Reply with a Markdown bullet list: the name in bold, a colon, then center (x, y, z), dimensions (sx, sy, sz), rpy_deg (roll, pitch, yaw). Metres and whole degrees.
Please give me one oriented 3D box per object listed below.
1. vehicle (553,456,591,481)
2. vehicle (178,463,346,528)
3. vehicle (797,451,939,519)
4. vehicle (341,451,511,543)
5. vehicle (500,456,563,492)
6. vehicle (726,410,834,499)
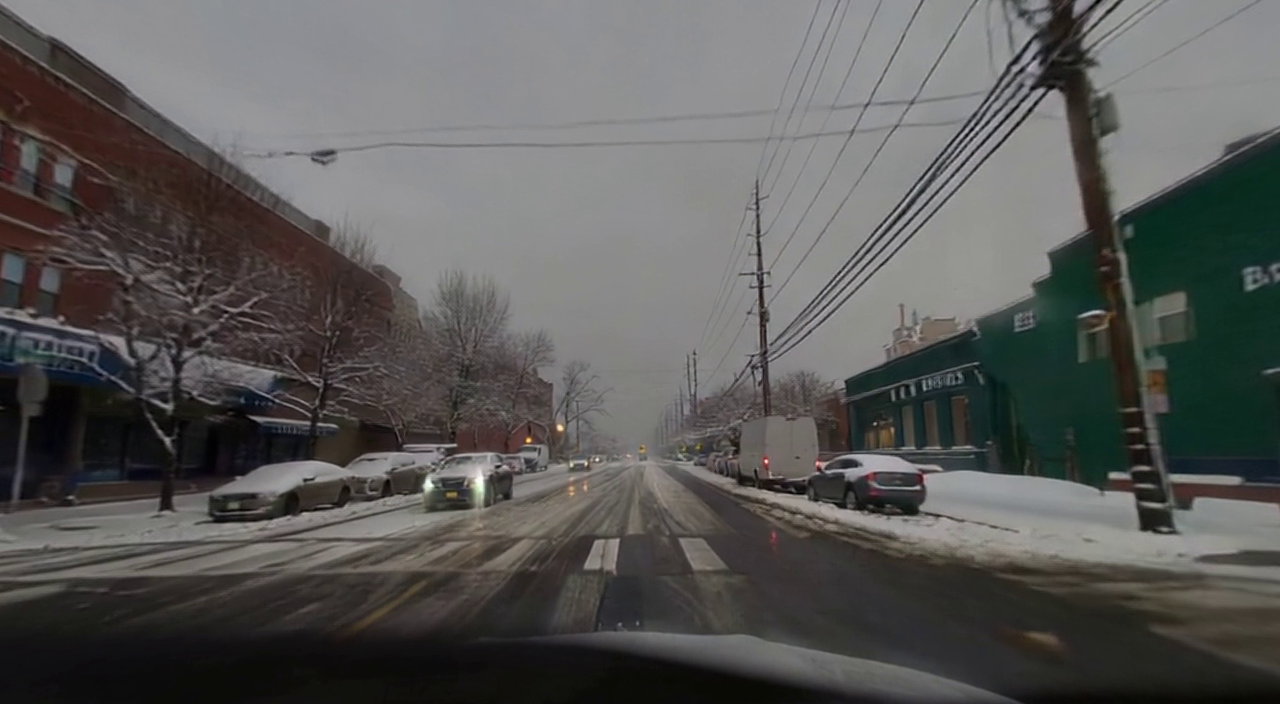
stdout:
- **vehicle**: center (-4.417, 7.592, 41.542), dimensions (1.925, 1.479, 4.444), rpy_deg (0, -9, 1)
- **vehicle**: center (-10.226, 3.878, 17.578), dimensions (1.978, 1.452, 4.263), rpy_deg (0, -9, 1)
- **vehicle**: center (6.278, 3.663, 18.041), dimensions (1.963, 1.646, 4.204), rpy_deg (1, -9, -9)
- **vehicle**: center (-4.069, 2.800, 12.880), dimensions (2.050, 1.505, 4.219), rpy_deg (0, -9, -1)
- **vehicle**: center (-4.979, 5.658, 29.631), dimensions (1.845, 1.469, 4.413), rpy_deg (-1, -9, 5)
- **vehicle**: center (5.600, 4.304, 26.814), dimensions (2.815, 3.203, 7.558), rpy_deg (0, -9, 0)
